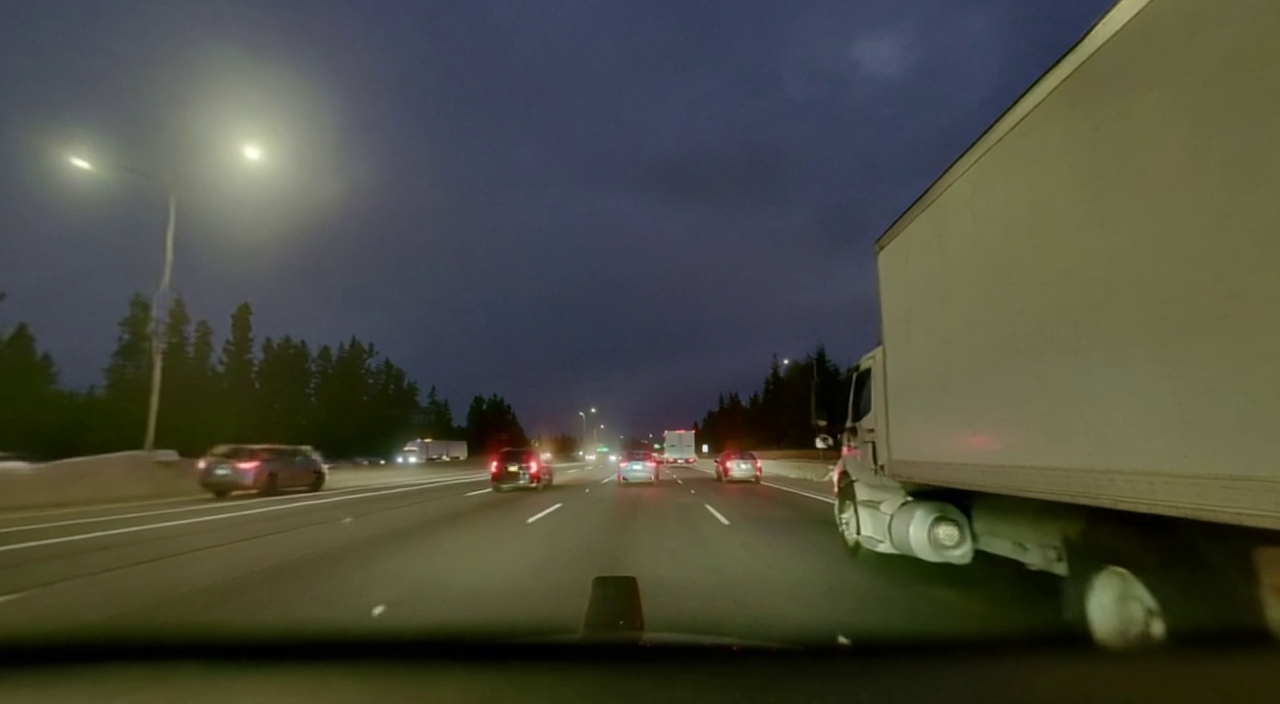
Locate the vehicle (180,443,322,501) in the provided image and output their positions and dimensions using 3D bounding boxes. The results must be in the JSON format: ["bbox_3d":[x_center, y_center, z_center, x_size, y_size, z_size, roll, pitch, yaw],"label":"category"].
[{"bbox_3d":[-13.224,4.068,21.886,1.946,1.773,4.446,-1,-9,2],"label":"vehicle"}]

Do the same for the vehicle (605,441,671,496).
[{"bbox_3d":[-0.036,4.020,22.246,2.103,1.717,4.399,0,-9,1],"label":"vehicle"}]

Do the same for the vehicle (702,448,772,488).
[{"bbox_3d":[4.013,4.872,26.929,2.146,1.482,4.665,0,-9,-1],"label":"vehicle"}]

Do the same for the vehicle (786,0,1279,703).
[{"bbox_3d":[3.717,0.379,5.005,2.836,3.508,8.723,0,-9,-1],"label":"vehicle"}]

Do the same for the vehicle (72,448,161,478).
[{"bbox_3d":[-30.514,6.448,36.987,1.846,1.600,3.759,0,-9,2],"label":"vehicle"}]

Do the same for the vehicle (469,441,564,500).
[{"bbox_3d":[-3.853,3.777,20.602,1.988,1.696,4.754,-1,-9,2],"label":"vehicle"}]
